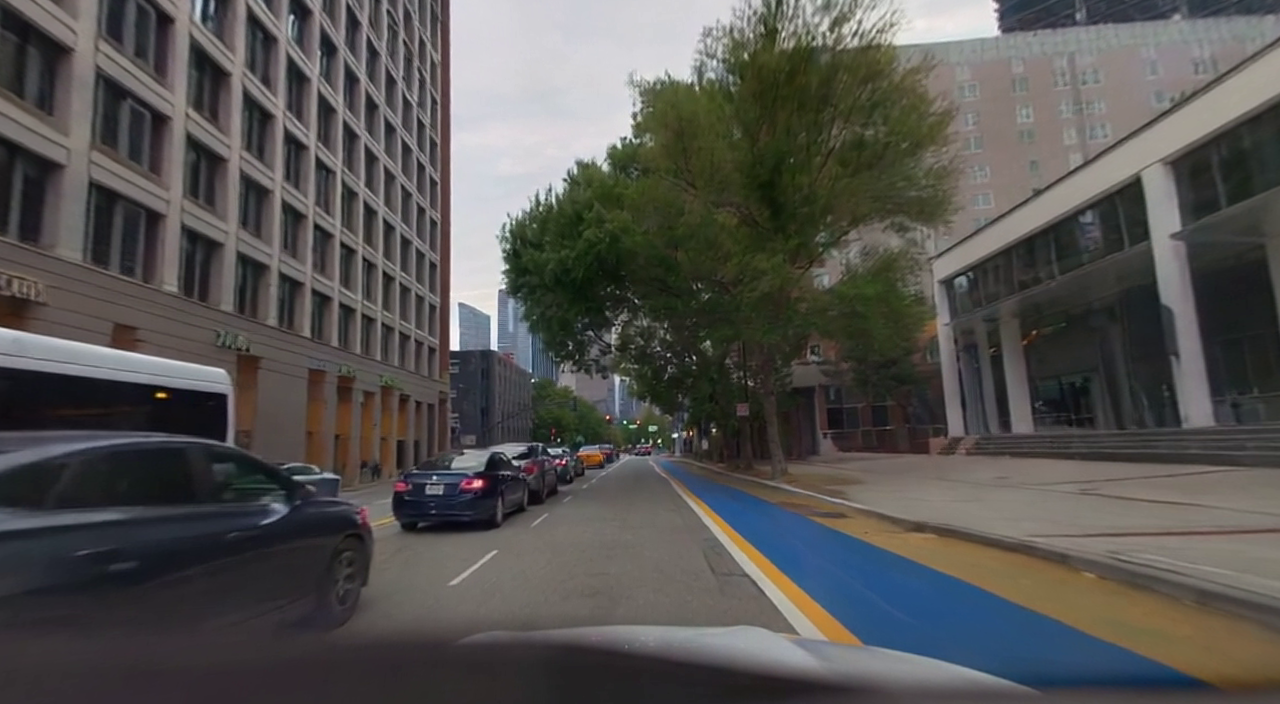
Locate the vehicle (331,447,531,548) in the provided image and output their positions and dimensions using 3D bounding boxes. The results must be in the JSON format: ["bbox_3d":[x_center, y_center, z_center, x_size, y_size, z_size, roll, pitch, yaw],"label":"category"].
[{"bbox_3d":[-3.605,2.581,12.031,2.127,1.514,4.617,0,-8,1],"label":"vehicle"}]

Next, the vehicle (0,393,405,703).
[{"bbox_3d":[-3.464,1.170,3.670,2.266,1.621,4.783,0,-8,1],"label":"vehicle"}]
